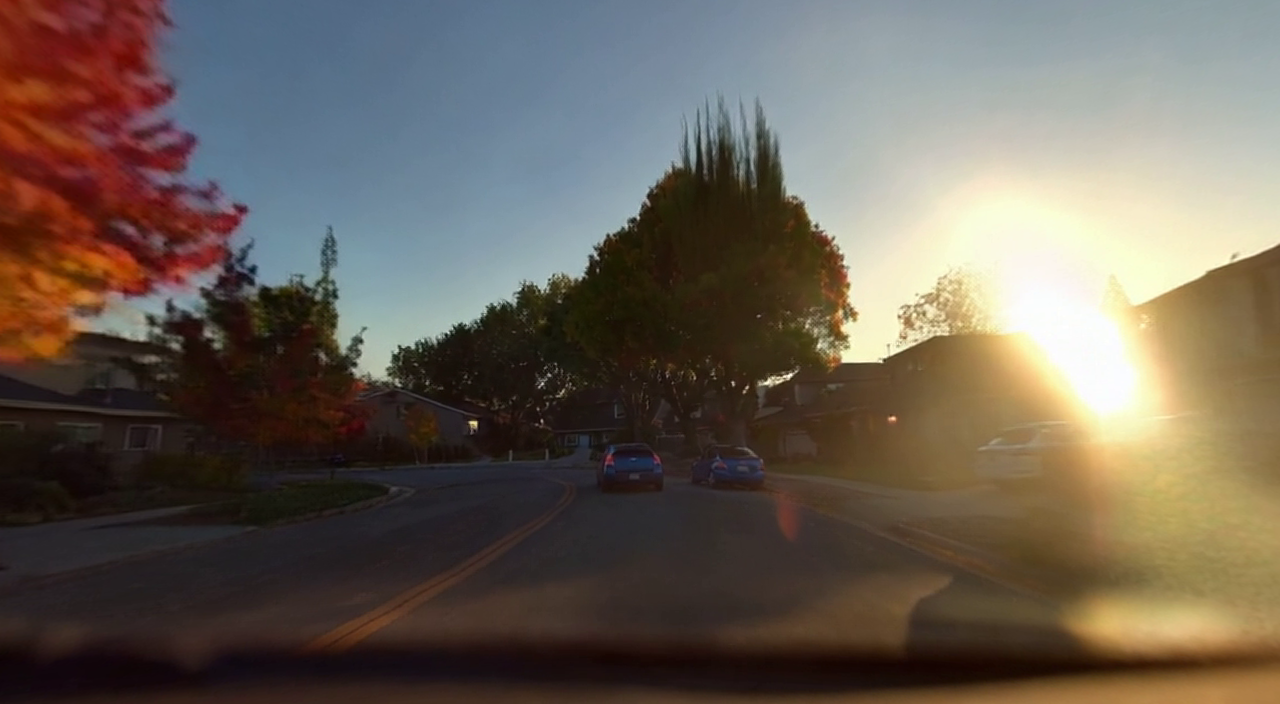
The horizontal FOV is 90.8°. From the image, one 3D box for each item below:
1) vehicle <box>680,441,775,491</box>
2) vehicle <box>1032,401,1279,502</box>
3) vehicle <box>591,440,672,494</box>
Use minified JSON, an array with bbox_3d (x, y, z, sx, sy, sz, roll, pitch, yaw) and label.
[{"bbox_3d":[2.747,3.746,21.107,2.089,1.462,4.529,1,-9,-6],"label":"vehicle"},{"bbox_3d":[10.530,1.856,12.269,4.524,1.587,2.064,-2,-8,-8],"label":"vehicle"},{"bbox_3d":[-0.396,3.490,19.626,2.192,1.474,4.192,1,-9,-5],"label":"vehicle"}]
